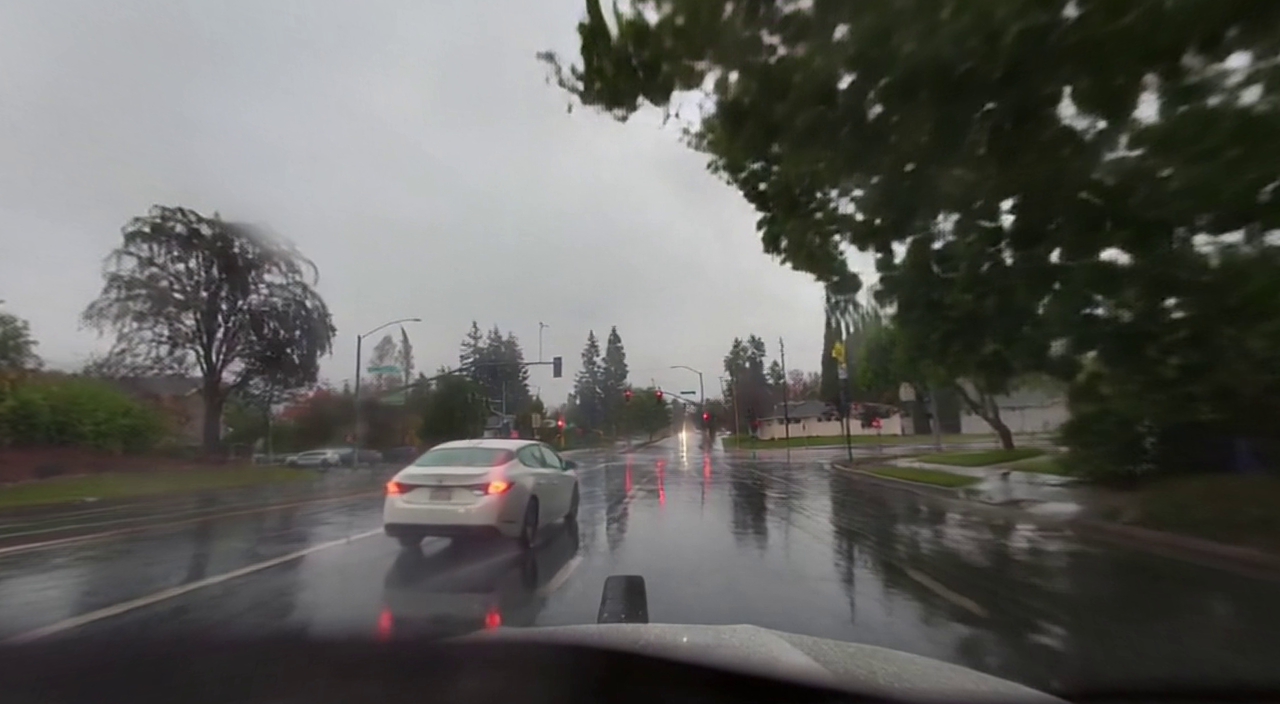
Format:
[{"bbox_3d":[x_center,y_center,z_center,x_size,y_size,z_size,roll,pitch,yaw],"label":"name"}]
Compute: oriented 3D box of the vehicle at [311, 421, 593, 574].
[{"bbox_3d":[-2.172,1.875,9.065,2.139,1.564,4.901,-1,-8,6],"label":"vehicle"}]
